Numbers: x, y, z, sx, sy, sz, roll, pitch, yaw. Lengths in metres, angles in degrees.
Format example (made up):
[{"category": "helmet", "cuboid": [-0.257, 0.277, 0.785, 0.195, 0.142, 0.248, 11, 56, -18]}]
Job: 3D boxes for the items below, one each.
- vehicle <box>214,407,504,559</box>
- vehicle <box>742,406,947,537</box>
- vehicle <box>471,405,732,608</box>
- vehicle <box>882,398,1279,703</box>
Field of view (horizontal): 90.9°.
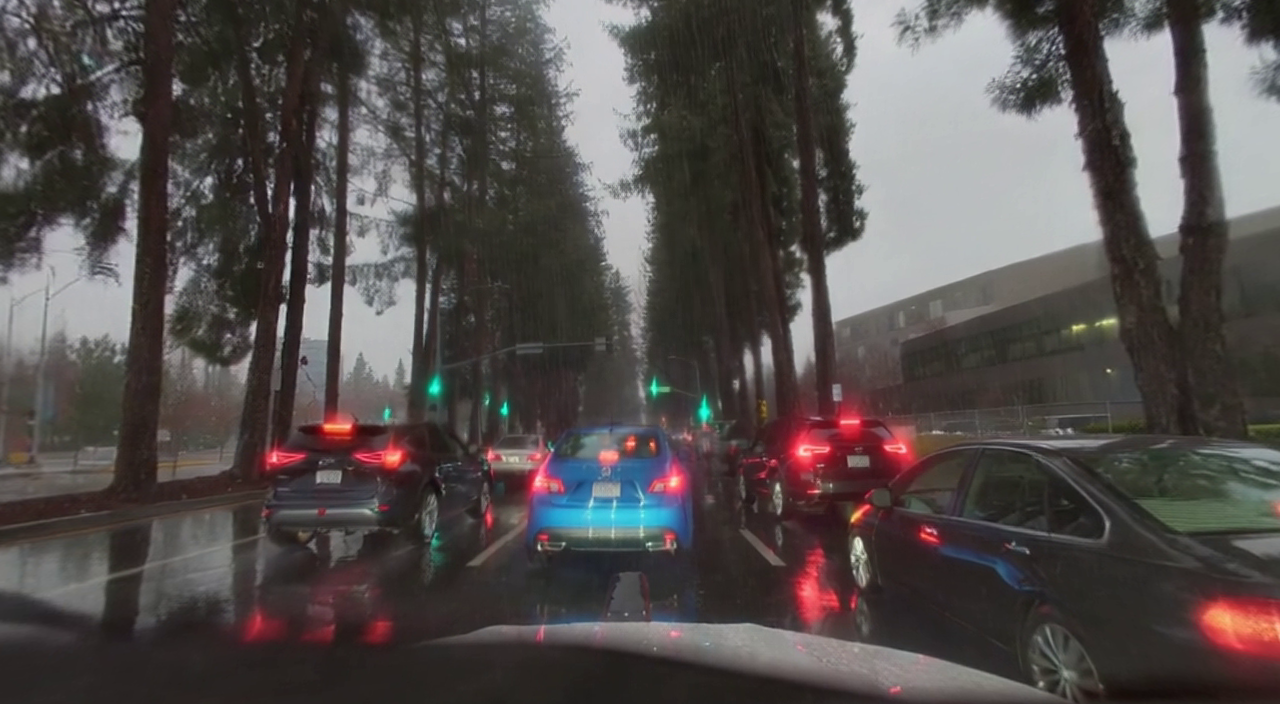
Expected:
[{"category": "vehicle", "cuboid": [-3.750, 1.858, 9.698, 2.141, 1.718, 4.809, 0, -8, 1]}, {"category": "vehicle", "cuboid": [3.346, 2.078, 11.542, 2.117, 1.879, 4.715, 0, -8, -1]}, {"category": "vehicle", "cuboid": [-0.358, 1.586, 7.422, 2.114, 1.631, 4.459, 0, -8, -1]}, {"category": "vehicle", "cuboid": [3.250, 1.081, 3.430, 2.045, 1.459, 4.462, 0, -8, -1]}]
